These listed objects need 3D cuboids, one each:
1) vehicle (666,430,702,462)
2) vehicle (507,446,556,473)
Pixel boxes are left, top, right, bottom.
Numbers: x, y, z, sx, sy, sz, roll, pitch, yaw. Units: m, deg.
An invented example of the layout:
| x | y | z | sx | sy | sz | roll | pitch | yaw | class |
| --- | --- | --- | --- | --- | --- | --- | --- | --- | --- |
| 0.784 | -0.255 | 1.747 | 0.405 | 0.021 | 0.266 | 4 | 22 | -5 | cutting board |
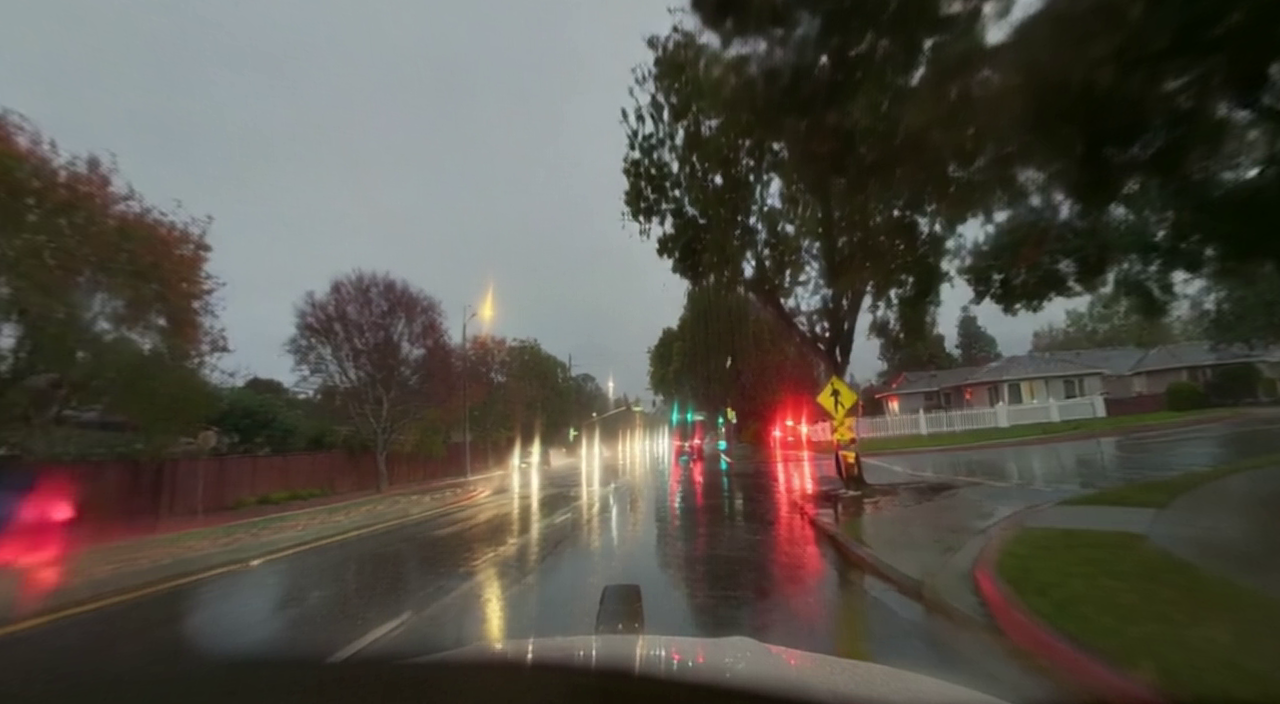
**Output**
| x | y | z | sx | sy | sz | roll | pitch | yaw | class |
| --- | --- | --- | --- | --- | --- | --- | --- | --- | --- |
| 2.824 | 5.934 | 39.853 | 2.059 | 1.908 | 4.714 | -2 | -8 | 6 | vehicle |
| -7.516 | 7.497 | 44.110 | 2.014 | 1.734 | 4.482 | -2 | -8 | 9 | vehicle |
